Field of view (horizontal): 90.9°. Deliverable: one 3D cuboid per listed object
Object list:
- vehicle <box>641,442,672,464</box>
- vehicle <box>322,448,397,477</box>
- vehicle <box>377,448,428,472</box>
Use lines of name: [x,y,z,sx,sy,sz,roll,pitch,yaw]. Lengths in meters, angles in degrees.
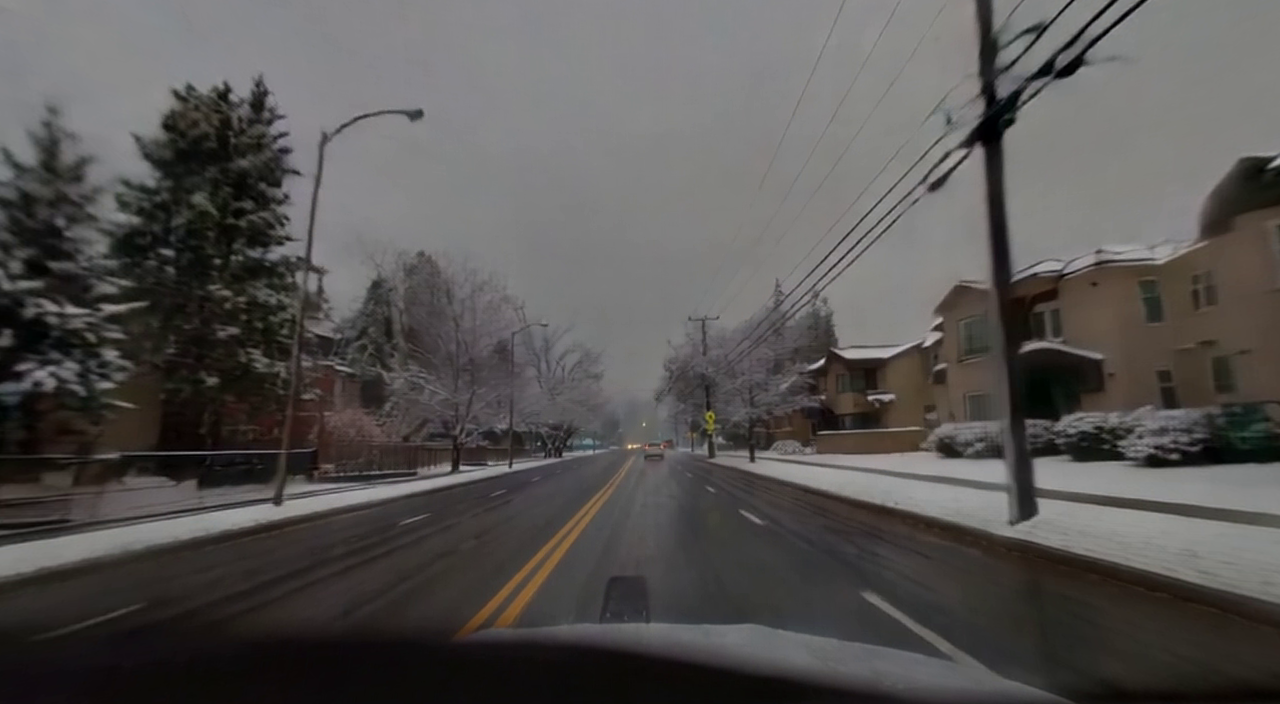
vehicle: [1.140,7.314,45.804,2.097,1.463,4.043,0,-9,0]
vehicle: [-15.621,6.169,35.446,2.113,1.501,4.659,0,-9,-1]
vehicle: [-15.454,7.042,41.170,1.692,1.477,3.902,0,-9,1]
